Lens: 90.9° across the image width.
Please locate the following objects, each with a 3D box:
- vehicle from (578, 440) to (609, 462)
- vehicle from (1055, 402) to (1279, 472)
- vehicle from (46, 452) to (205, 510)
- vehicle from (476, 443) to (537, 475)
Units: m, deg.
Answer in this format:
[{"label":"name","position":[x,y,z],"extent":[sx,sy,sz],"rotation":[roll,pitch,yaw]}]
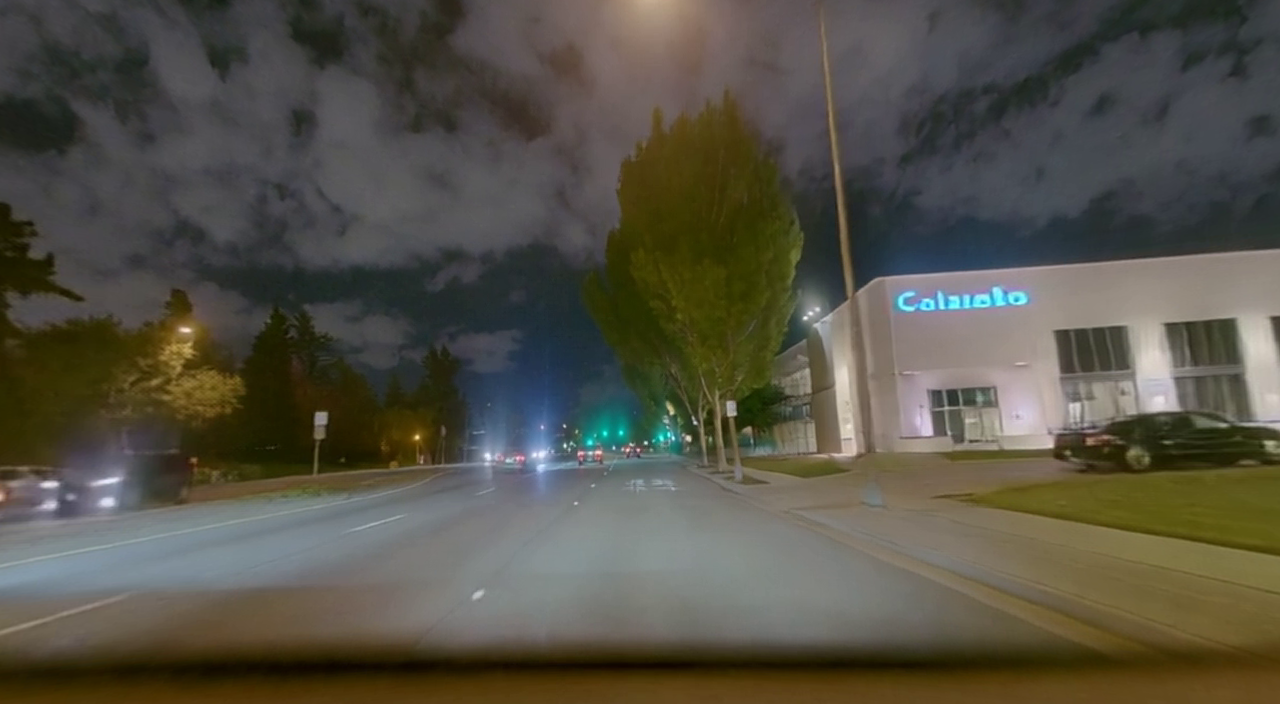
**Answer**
[{"label":"vehicle","position":[-3.604,7.795,49.551],"extent":[2.100,1.661,3.837],"rotation":[0,-8,0]},{"label":"vehicle","position":[12.744,2.072,15.176],"extent":[4.148,1.507,1.840],"rotation":[-3,-9,18]},{"label":"vehicle","position":[-17.907,4.449,22.264],"extent":[1.902,1.747,4.380],"rotation":[0,-8,0]},{"label":"vehicle","position":[-6.439,5.209,30.895],"extent":[2.072,1.427,4.328],"rotation":[0,-8,0]}]
